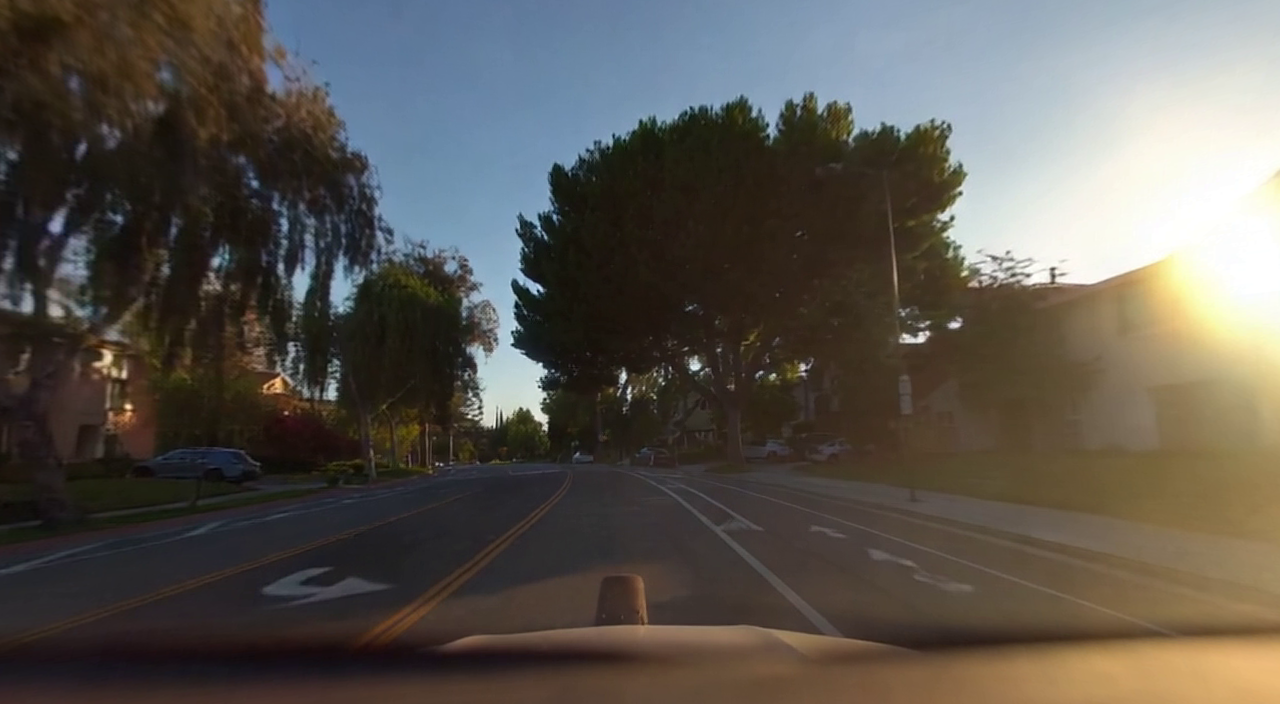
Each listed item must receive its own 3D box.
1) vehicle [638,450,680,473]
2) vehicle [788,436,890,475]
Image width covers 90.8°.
[{"bbox_3d":[1.323,7.966,46.192,1.997,1.618,4.119,2,-9,-14],"label":"vehicle"},{"bbox_3d":[10.843,5.697,34.575,4.697,1.861,2.126,0,-12,-14],"label":"vehicle"}]
